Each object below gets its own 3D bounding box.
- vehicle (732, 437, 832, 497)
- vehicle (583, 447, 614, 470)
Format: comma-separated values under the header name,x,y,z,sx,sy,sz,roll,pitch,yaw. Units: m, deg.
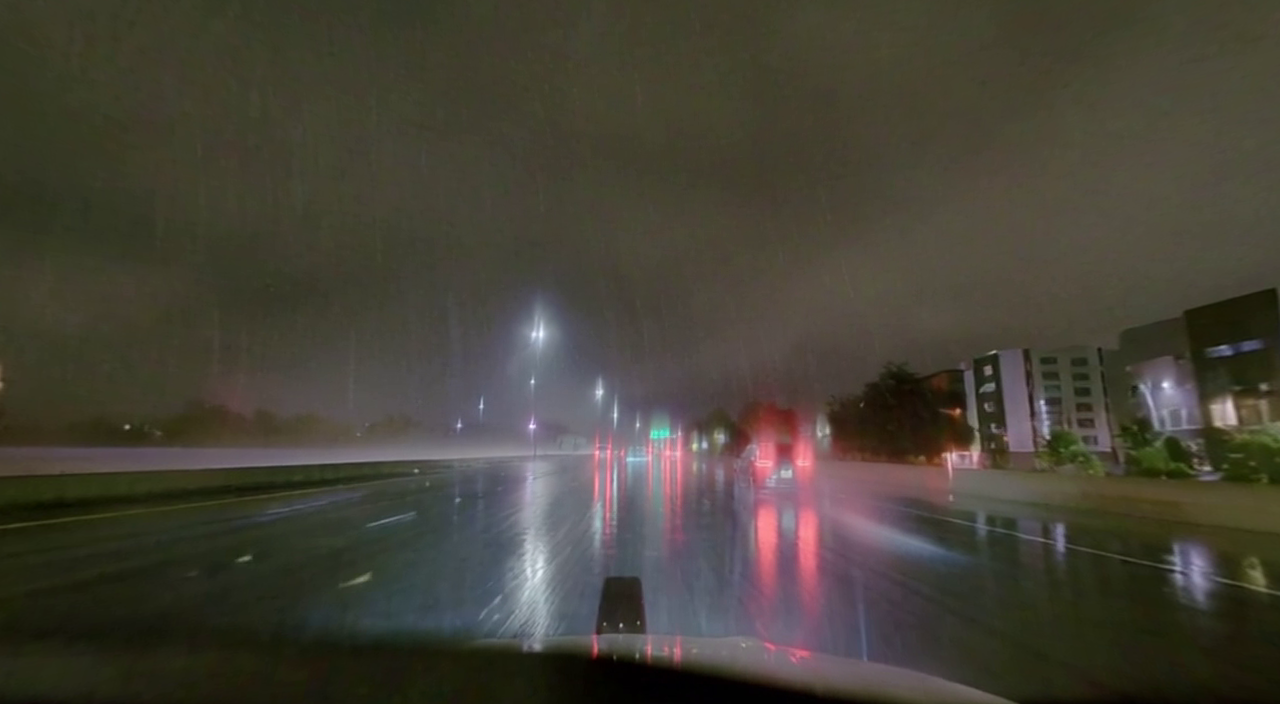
name,x,y,z,sx,sy,sz,roll,pitch,yaw
vehicle,4.535,3.744,20.938,2.170,1.733,4.631,0,-9,-1
vehicle,-3.166,8.240,49.000,2.075,1.721,4.763,0,-9,1
